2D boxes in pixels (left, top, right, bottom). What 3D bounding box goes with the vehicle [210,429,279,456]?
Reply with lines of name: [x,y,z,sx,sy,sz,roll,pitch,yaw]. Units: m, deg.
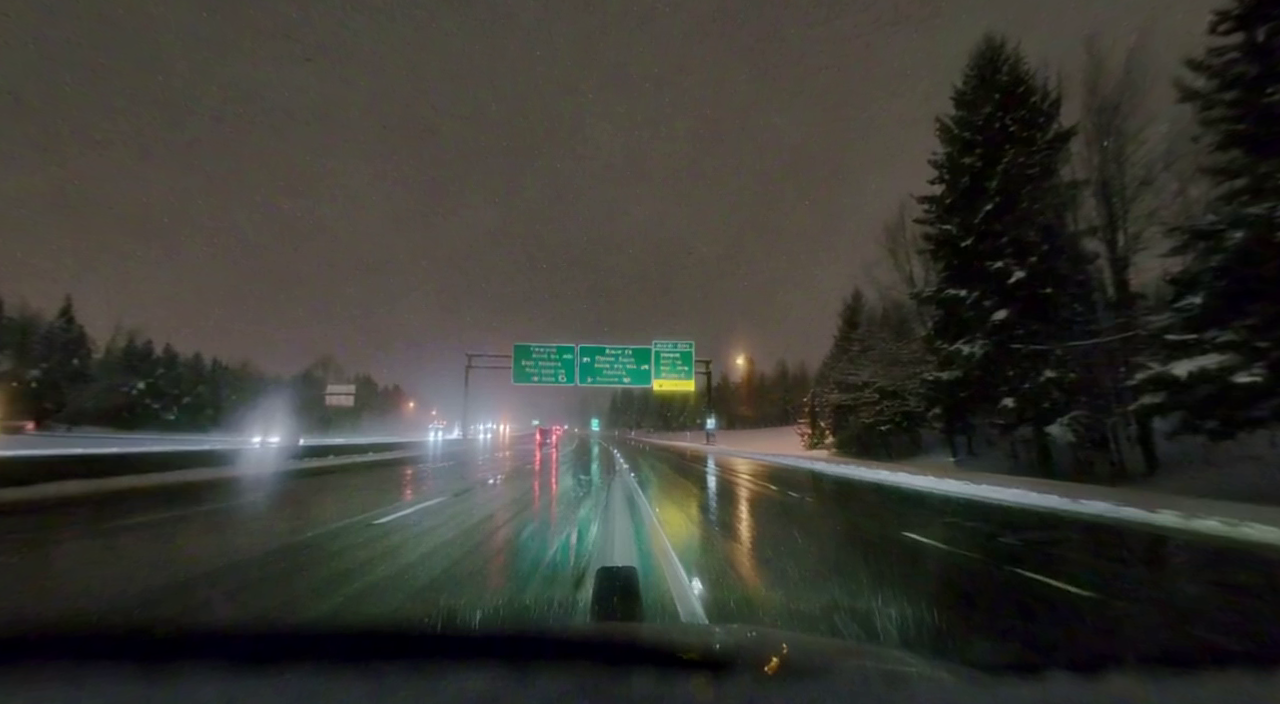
vehicle: [-24.635,5.658,39.294,1.904,1.582,3.837,0,-8,-2]
